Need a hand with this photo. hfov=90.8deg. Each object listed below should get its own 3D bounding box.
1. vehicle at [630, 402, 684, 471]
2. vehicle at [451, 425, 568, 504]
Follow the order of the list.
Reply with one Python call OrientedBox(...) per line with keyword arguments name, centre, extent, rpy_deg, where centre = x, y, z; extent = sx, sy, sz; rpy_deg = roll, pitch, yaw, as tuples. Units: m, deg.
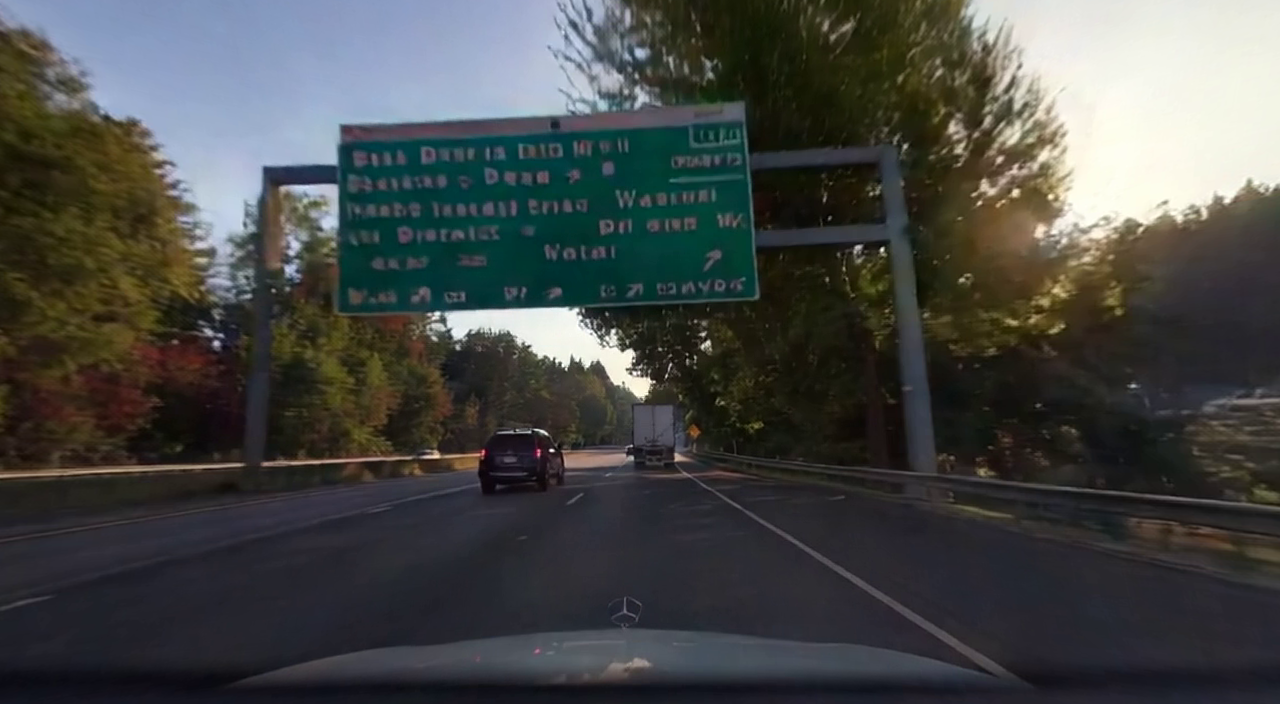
OrientedBox(name="vehicle", centre=(1.007, 5.627, 40.874), extent=(2.976, 3.800, 12.335), rpy_deg=(0, -9, 1))
OrientedBox(name="vehicle", centre=(-3.522, 3.189, 18.231), extent=(2.226, 1.933, 5.179), rpy_deg=(0, -9, 1))
